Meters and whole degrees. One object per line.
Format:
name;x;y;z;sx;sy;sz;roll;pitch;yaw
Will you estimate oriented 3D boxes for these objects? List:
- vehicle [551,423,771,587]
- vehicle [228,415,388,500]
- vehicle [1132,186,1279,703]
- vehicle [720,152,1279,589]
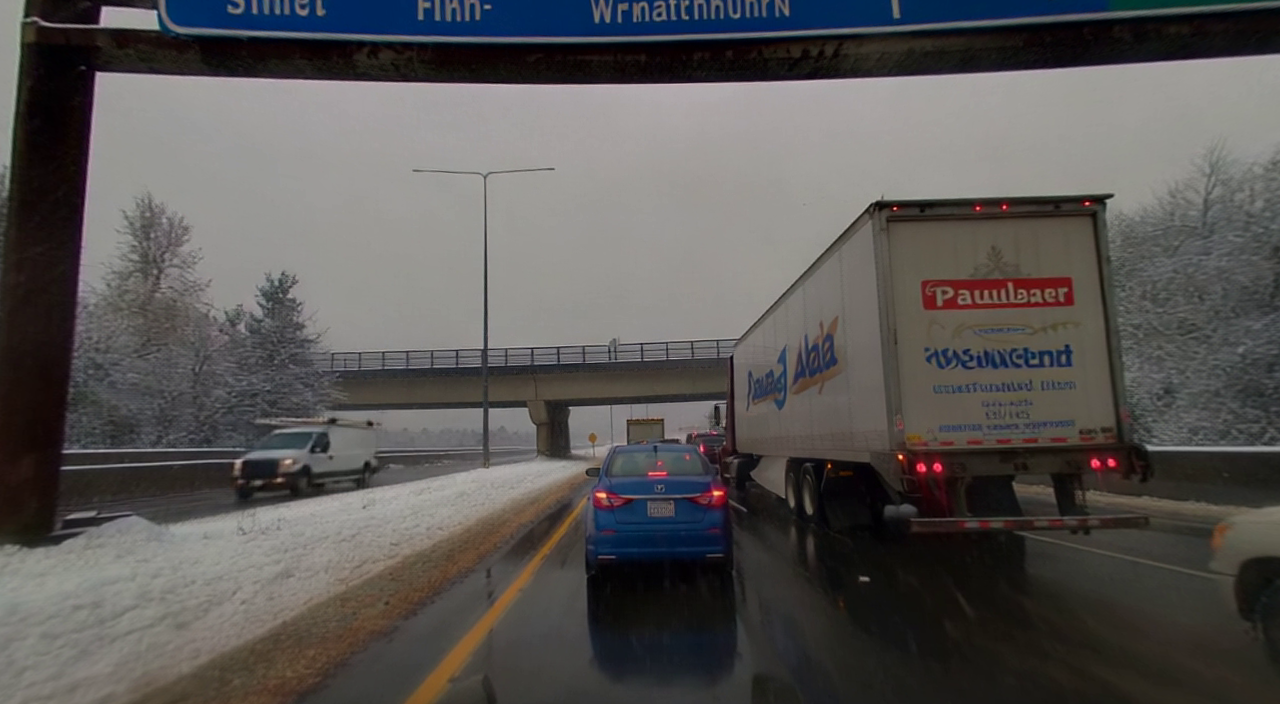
vehicle;0.180;1.681;7.712;2.045;1.490;3.597;-1;-8;0
vehicle;-12.360;3.971;24.247;2.524;2.800;6.564;-1;-8;1
vehicle;4.730;0.116;0.643;2.892;2.615;6.650;0;-8;-2
vehicle;4.197;1.067;12.962;2.827;4.081;14.305;0;-8;-2
